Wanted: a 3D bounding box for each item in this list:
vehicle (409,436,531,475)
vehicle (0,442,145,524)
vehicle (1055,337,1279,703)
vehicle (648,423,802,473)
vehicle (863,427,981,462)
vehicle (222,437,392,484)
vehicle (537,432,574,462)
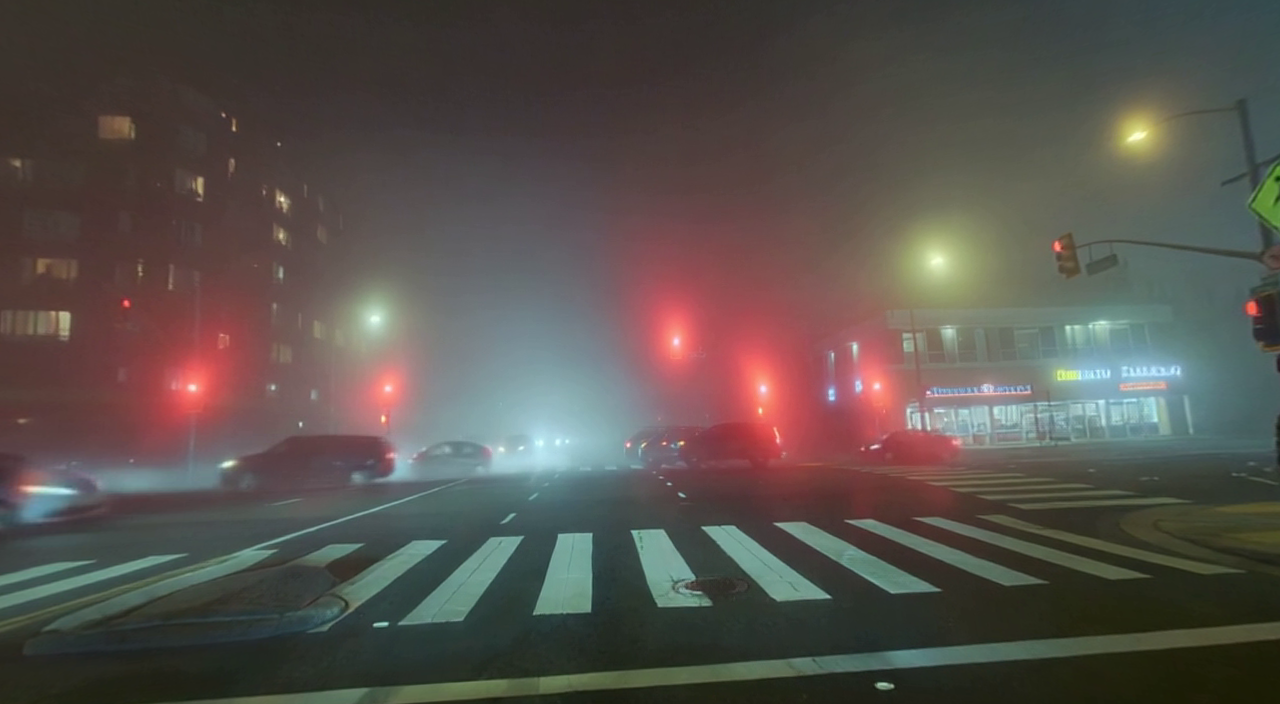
[{"bbox_3d":[-6.629,4.072,25.056,4.461,1.443,1.715,1,-9,-9],"label":"vehicle"},{"bbox_3d":[-13.001,2.526,12.404,4.758,1.480,1.849,1,-8,-8],"label":"vehicle"},{"bbox_3d":[3.017,0.609,0.869,1.866,1.654,4.354,0,-8,0],"label":"vehicle"},{"bbox_3d":[2.688,3.108,20.540,4.612,1.521,1.811,1,-9,-9],"label":"vehicle"},{"bbox_3d":[12.412,4.086,27.955,4.475,1.458,1.681,1,-9,-7],"label":"vehicle"},{"bbox_3d":[-11.023,3.611,21.232,4.643,1.476,1.820,1,-9,-8],"label":"vehicle"},{"bbox_3d":[-5.105,5.803,38.679,1.976,1.683,4.117,0,-8,-4],"label":"vehicle"}]
